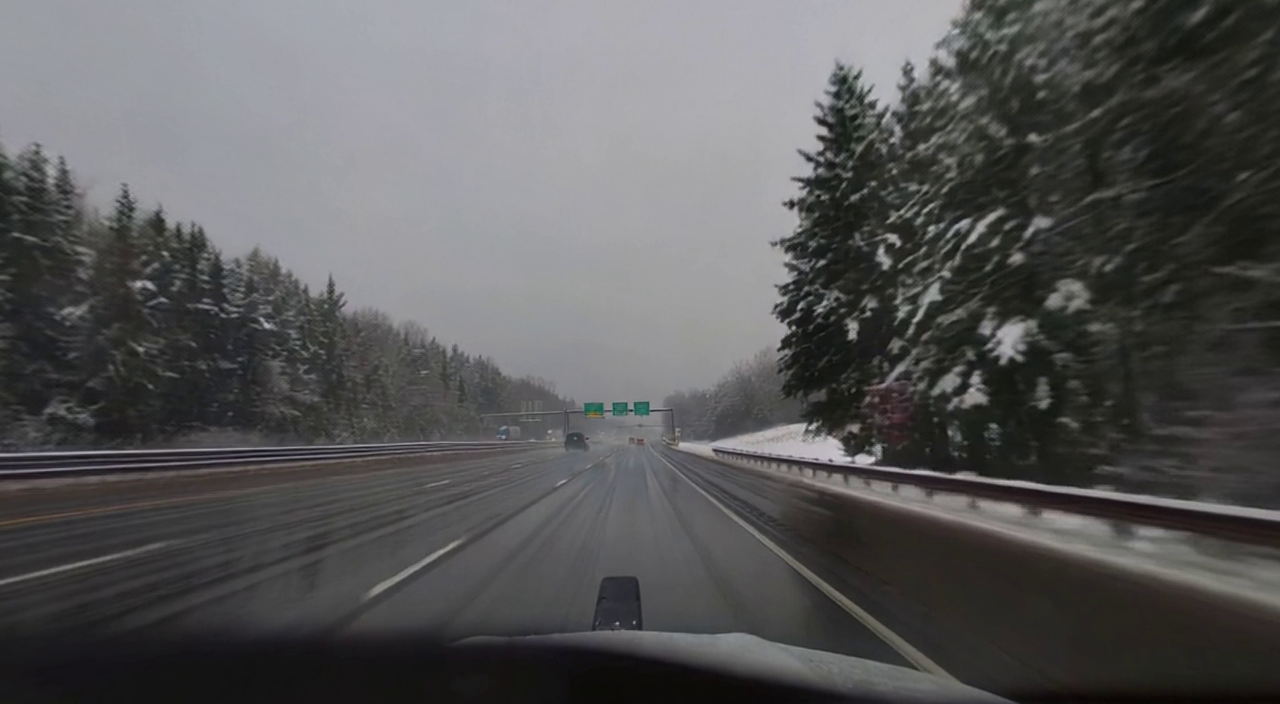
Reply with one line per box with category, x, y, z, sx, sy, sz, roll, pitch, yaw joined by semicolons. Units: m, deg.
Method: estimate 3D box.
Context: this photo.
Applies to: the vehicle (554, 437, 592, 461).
vehicle;-4.415;6.428;42.039;2.004;1.497;4.260;0;-8;1
